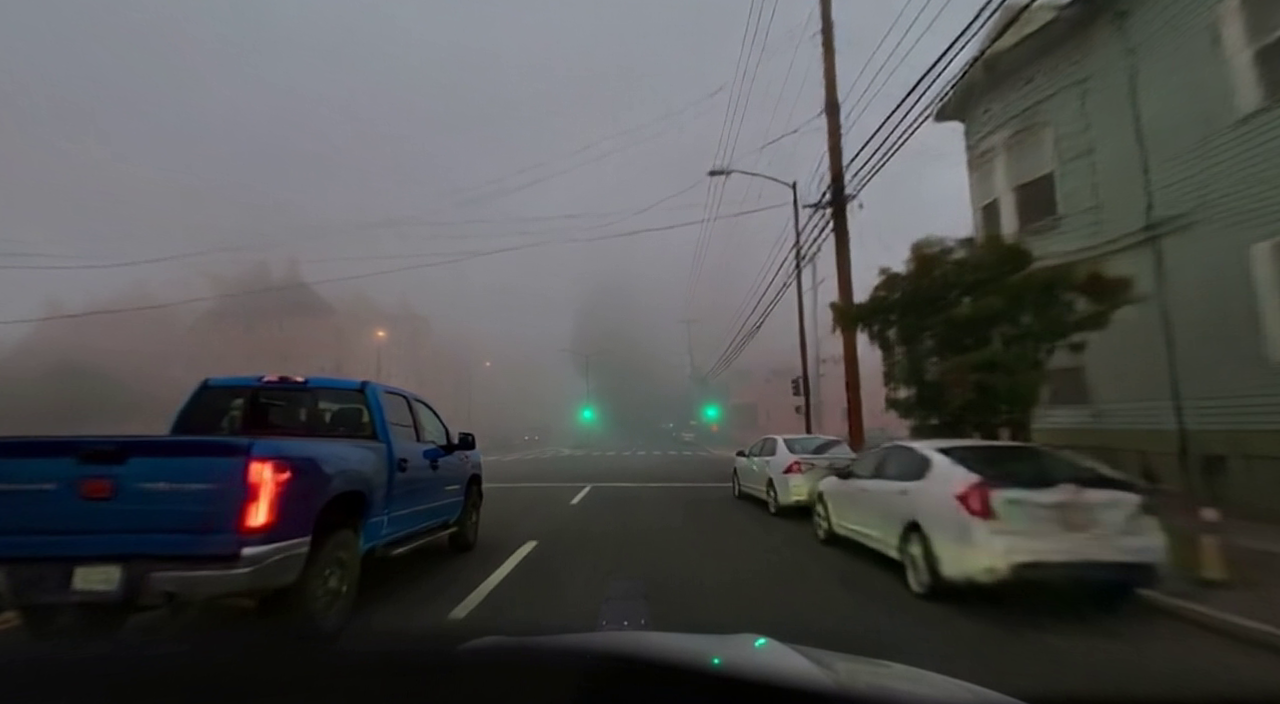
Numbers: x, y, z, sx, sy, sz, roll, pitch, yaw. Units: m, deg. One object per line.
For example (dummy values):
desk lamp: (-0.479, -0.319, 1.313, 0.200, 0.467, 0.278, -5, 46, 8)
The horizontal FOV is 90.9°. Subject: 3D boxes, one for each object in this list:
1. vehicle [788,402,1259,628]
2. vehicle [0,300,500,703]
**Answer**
vehicle: (3.104, 1.411, 6.466, 2.012, 1.491, 4.333, 0, -8, -1)
vehicle: (-2.925, 1.115, 5.151, 2.242, 1.890, 5.306, -1, -8, 1)
